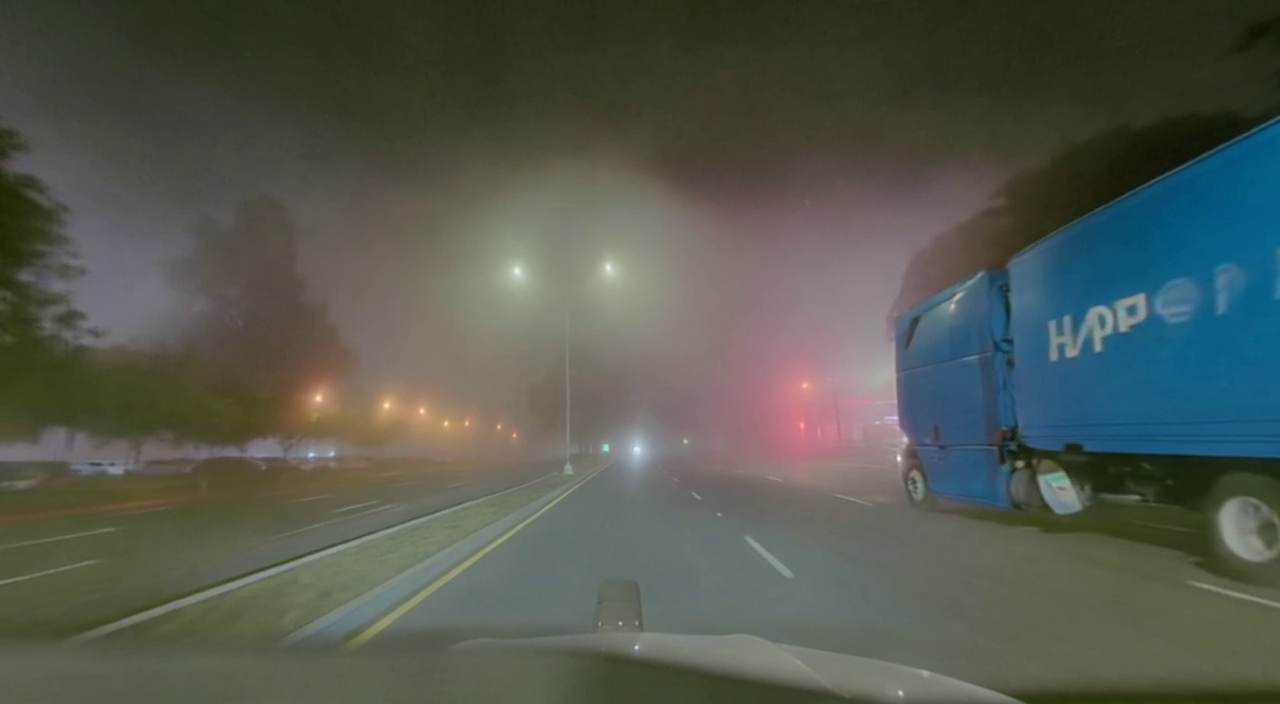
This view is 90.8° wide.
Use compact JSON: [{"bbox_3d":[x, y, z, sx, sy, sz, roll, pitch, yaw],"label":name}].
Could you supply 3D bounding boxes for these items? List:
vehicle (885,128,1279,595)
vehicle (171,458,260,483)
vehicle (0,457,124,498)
[{"bbox_3d":[6.782,0.381,7.260,3.120,3.794,11.510,0,-8,-1],"label":"vehicle"},{"bbox_3d":[-28.059,7.834,41.866,4.576,1.426,1.886,7,-11,-42],"label":"vehicle"},{"bbox_3d":[-27.992,5.924,30.123,4.923,1.725,2.088,5,-10,-34],"label":"vehicle"}]
